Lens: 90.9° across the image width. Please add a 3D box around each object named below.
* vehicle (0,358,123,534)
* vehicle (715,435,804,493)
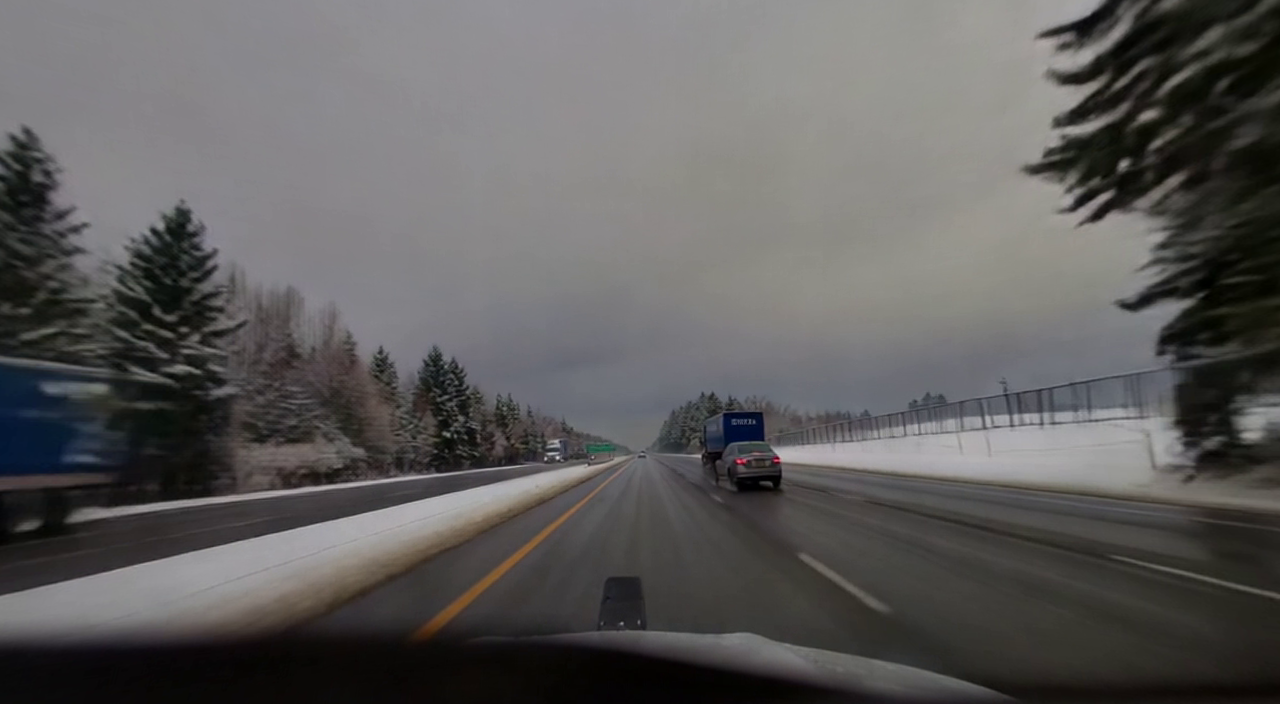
[{"bbox_3d":[-15.520,1.446,9.848,2.934,3.806,14.208,0,-9,0],"label":"vehicle"},{"bbox_3d":[3.904,3.762,21.394,2.093,1.742,4.167,0,-9,-1],"label":"vehicle"}]
